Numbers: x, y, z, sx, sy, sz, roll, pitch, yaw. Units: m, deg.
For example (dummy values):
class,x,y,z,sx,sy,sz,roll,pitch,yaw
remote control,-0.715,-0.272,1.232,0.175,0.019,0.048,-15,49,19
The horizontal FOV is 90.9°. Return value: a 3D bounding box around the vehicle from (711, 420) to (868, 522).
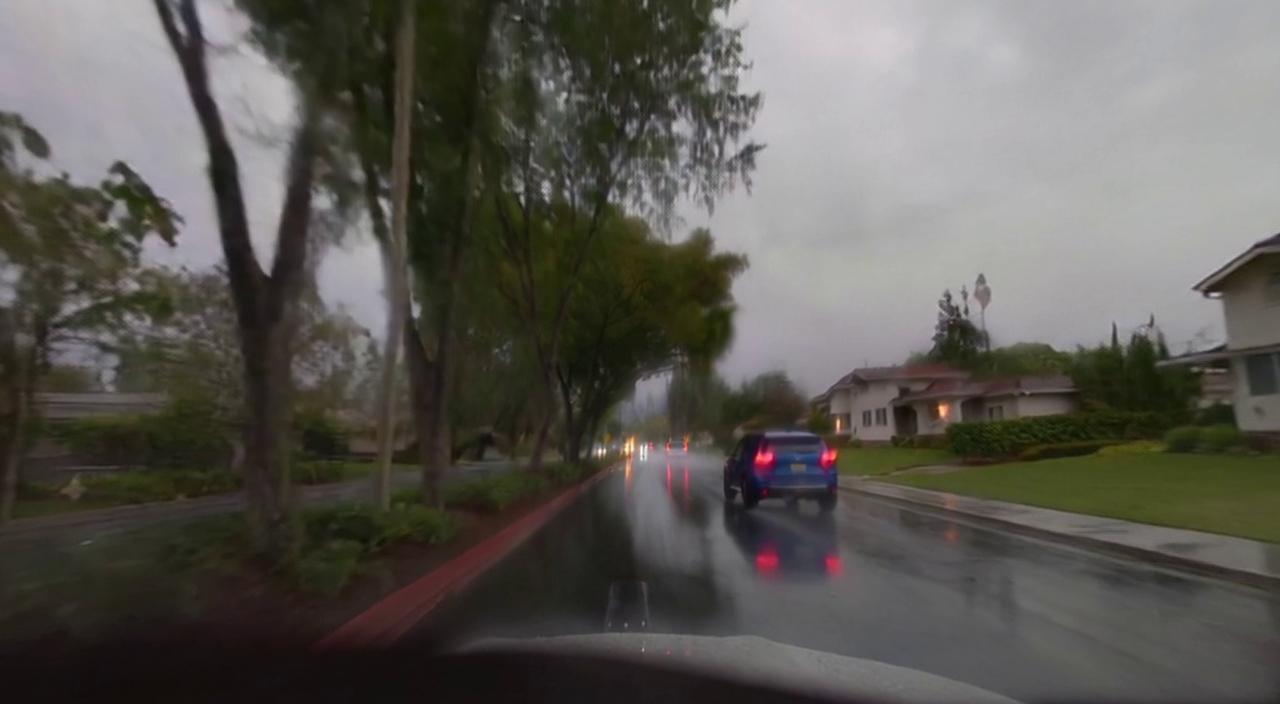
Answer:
class,x,y,z,sx,sy,sz,roll,pitch,yaw
vehicle,2.912,2.462,13.534,2.180,1.773,4.639,0,-9,-1
